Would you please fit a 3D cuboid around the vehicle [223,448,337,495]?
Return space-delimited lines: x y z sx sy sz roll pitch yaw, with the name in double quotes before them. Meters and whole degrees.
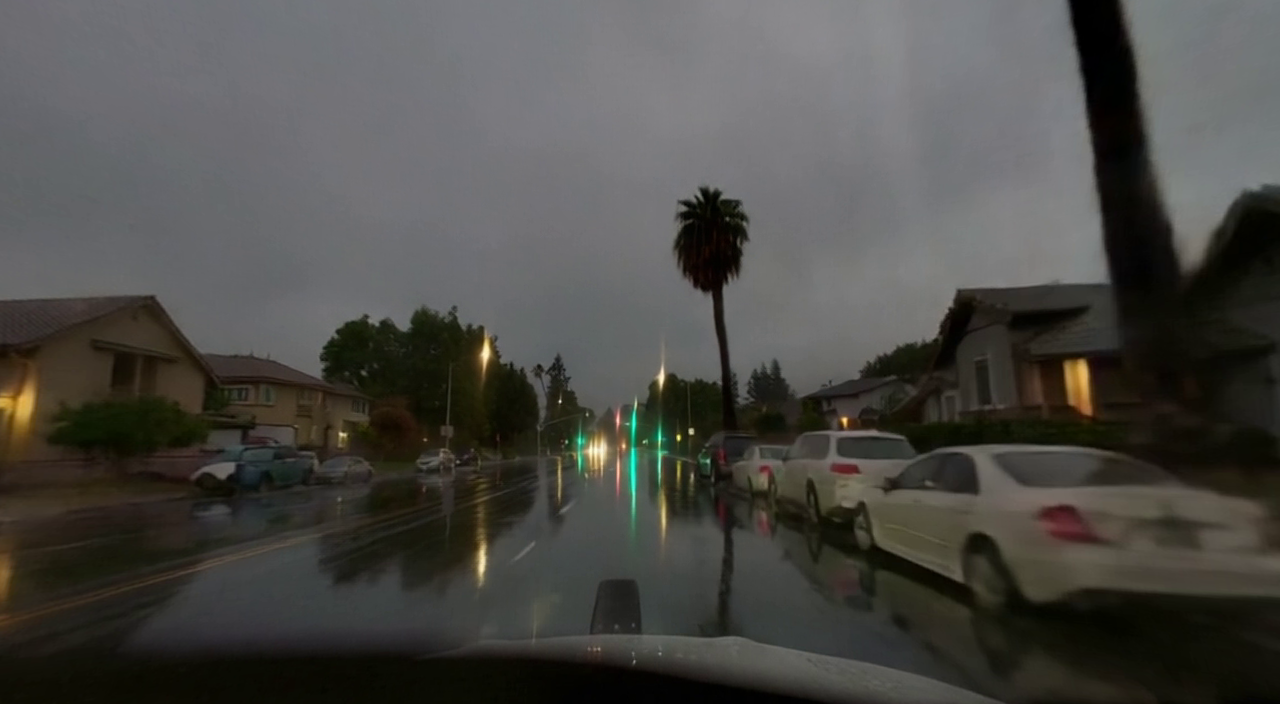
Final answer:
"vehicle" -13.788 4.566 24.568 1.970 1.525 4.420 0 -8 -2

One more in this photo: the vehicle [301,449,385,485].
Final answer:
"vehicle" -13.898 5.393 29.868 1.916 1.459 4.222 -1 -8 0

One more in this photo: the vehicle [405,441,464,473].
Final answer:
"vehicle" -14.129 7.216 43.876 2.245 1.904 5.805 -1 -7 -1

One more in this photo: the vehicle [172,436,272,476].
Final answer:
"vehicle" -20.944 5.218 31.932 1.957 1.871 4.515 0 -9 -1

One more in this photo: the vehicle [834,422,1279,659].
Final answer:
"vehicle" 3.690 1.551 6.399 1.888 1.480 4.653 0 -9 -1
